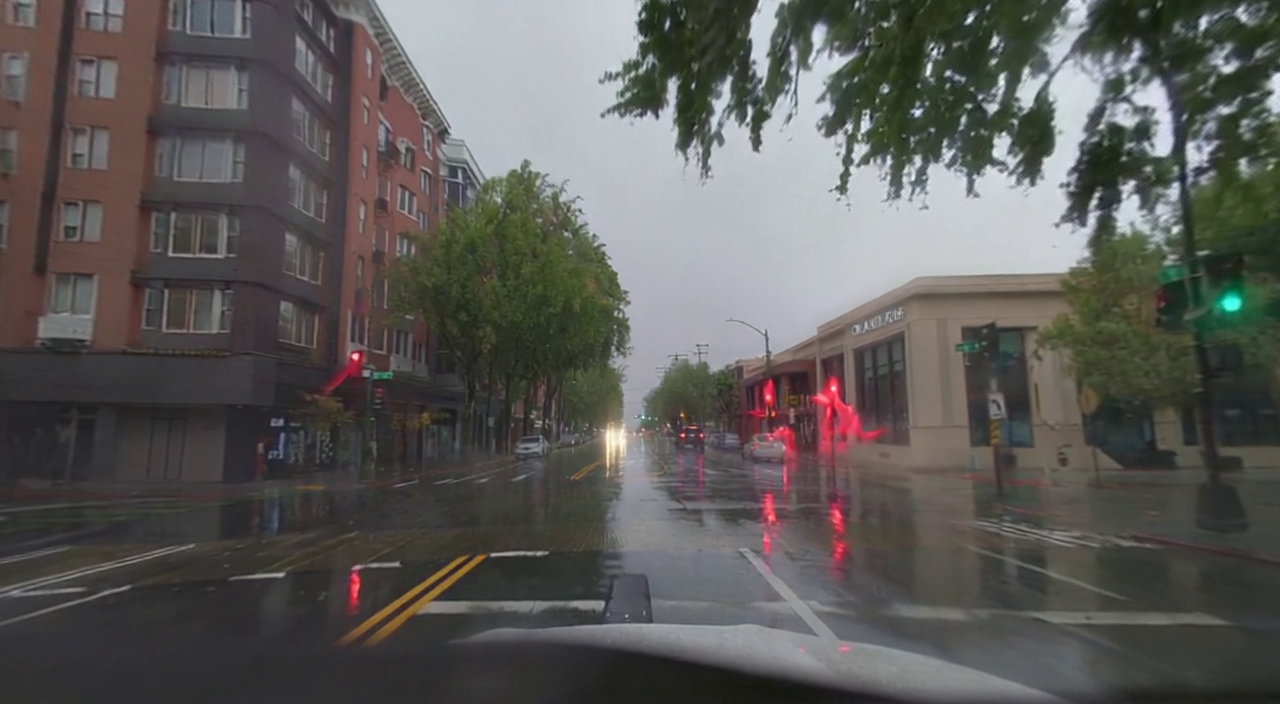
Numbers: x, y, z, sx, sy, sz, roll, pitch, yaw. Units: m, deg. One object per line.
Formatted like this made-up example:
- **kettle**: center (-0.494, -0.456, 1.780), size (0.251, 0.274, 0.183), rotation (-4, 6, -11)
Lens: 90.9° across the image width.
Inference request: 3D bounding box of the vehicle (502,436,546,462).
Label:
- **vehicle**: center (-7.275, 6.128, 39.965), size (2.127, 1.533, 4.547), rotation (-1, -8, -3)

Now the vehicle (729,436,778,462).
- **vehicle**: center (6.903, 5.948, 38.816), size (1.997, 1.510, 4.455), rotation (1, -8, -2)
